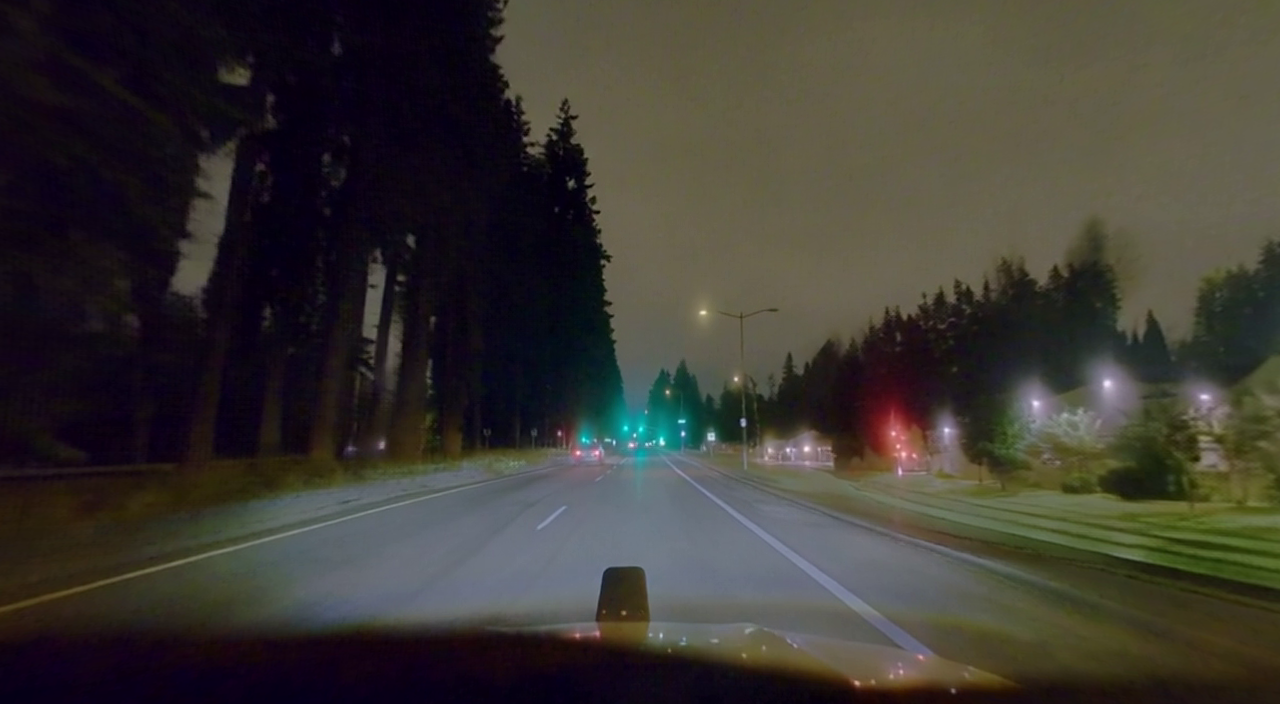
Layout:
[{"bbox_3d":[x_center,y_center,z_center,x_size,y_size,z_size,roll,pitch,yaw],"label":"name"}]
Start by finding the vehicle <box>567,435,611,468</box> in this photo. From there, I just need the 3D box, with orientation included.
[{"bbox_3d":[-2.745,5.466,34.791,2.016,1.694,4.335,0,-8,1],"label":"vehicle"}]
